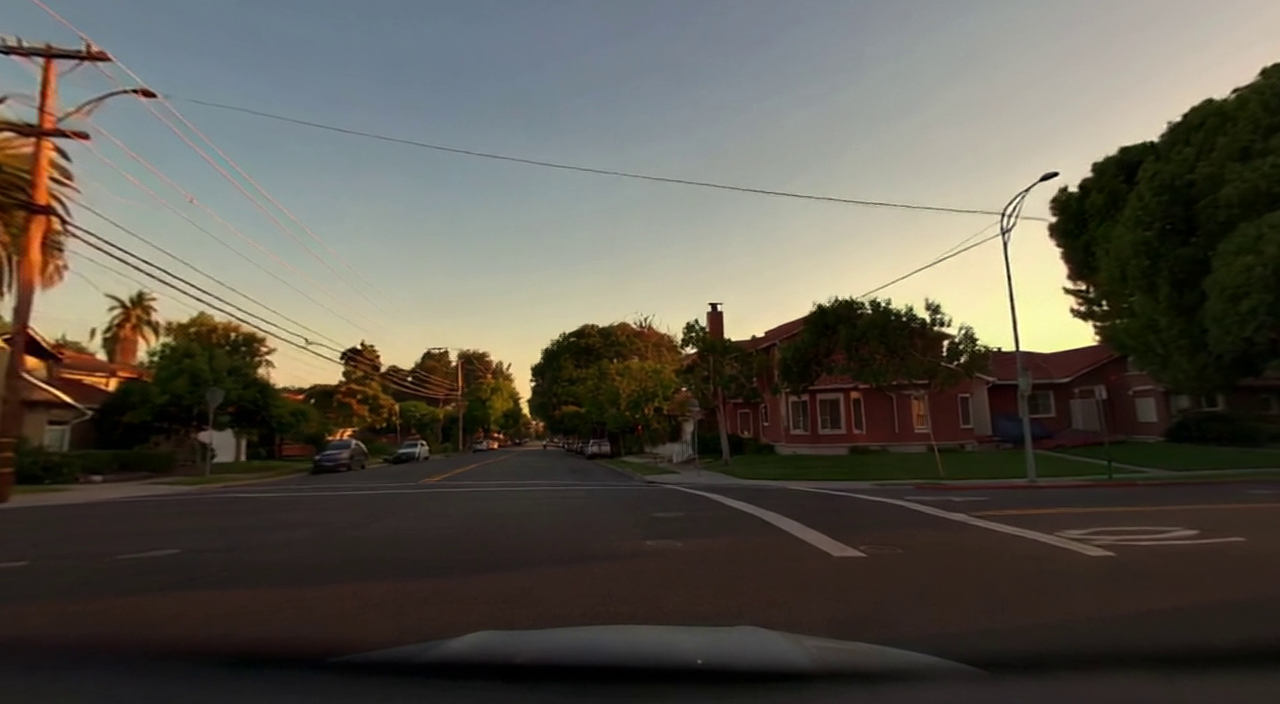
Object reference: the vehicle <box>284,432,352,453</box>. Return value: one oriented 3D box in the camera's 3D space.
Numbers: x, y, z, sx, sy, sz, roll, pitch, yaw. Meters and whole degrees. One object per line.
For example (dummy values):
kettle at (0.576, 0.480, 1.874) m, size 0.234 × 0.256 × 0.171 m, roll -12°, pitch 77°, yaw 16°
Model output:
vehicle at (-25.174, 7.102, 49.490) m, size 4.288 × 1.656 × 1.791 m, roll 1°, pitch -9°, yaw -6°

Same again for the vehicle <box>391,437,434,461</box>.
vehicle at (-15.704, 6.734, 43.797) m, size 2.036 × 1.546 × 4.705 m, roll 2°, pitch -9°, yaw -11°
